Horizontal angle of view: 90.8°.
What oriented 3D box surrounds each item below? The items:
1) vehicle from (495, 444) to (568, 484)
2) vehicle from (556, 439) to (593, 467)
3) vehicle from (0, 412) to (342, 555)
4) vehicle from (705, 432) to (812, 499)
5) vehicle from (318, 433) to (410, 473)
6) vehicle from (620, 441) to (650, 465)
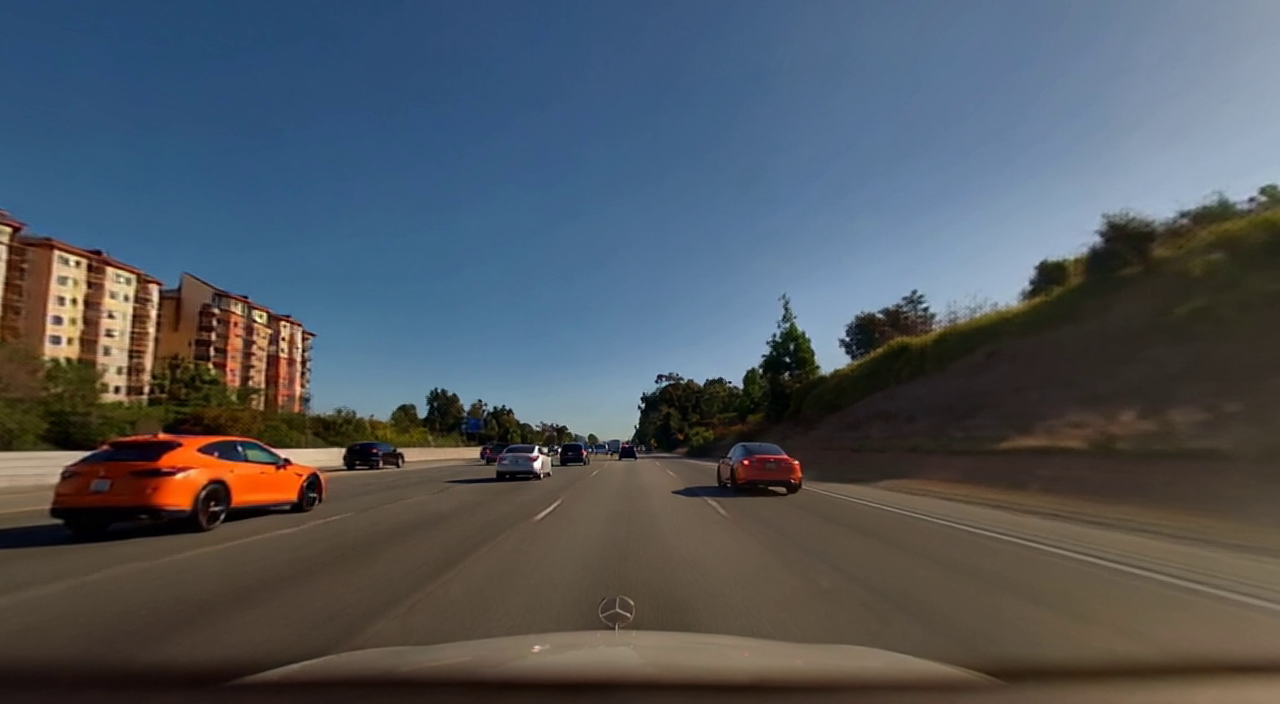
[{"bbox_3d":[-4.177,4.370,25.042,2.124,1.426,4.444,0,-8,-1],"label":"vehicle"},{"bbox_3d":[-4.421,6.914,43.347,2.044,1.774,4.329,0,-8,0],"label":"vehicle"},{"bbox_3d":[-7.239,2.029,10.519,2.086,1.776,5.080,0,-8,0],"label":"vehicle"},{"bbox_3d":[3.189,3.149,17.976,2.061,1.658,4.417,0,-8,-2],"label":"vehicle"},{"bbox_3d":[-15.361,5.668,35.673,2.396,1.999,6.333,0,-8,0],"label":"vehicle"},{"bbox_3d":[-0.385,7.325,45.891,2.053,1.650,3.945,0,-8,-1],"label":"vehicle"}]
